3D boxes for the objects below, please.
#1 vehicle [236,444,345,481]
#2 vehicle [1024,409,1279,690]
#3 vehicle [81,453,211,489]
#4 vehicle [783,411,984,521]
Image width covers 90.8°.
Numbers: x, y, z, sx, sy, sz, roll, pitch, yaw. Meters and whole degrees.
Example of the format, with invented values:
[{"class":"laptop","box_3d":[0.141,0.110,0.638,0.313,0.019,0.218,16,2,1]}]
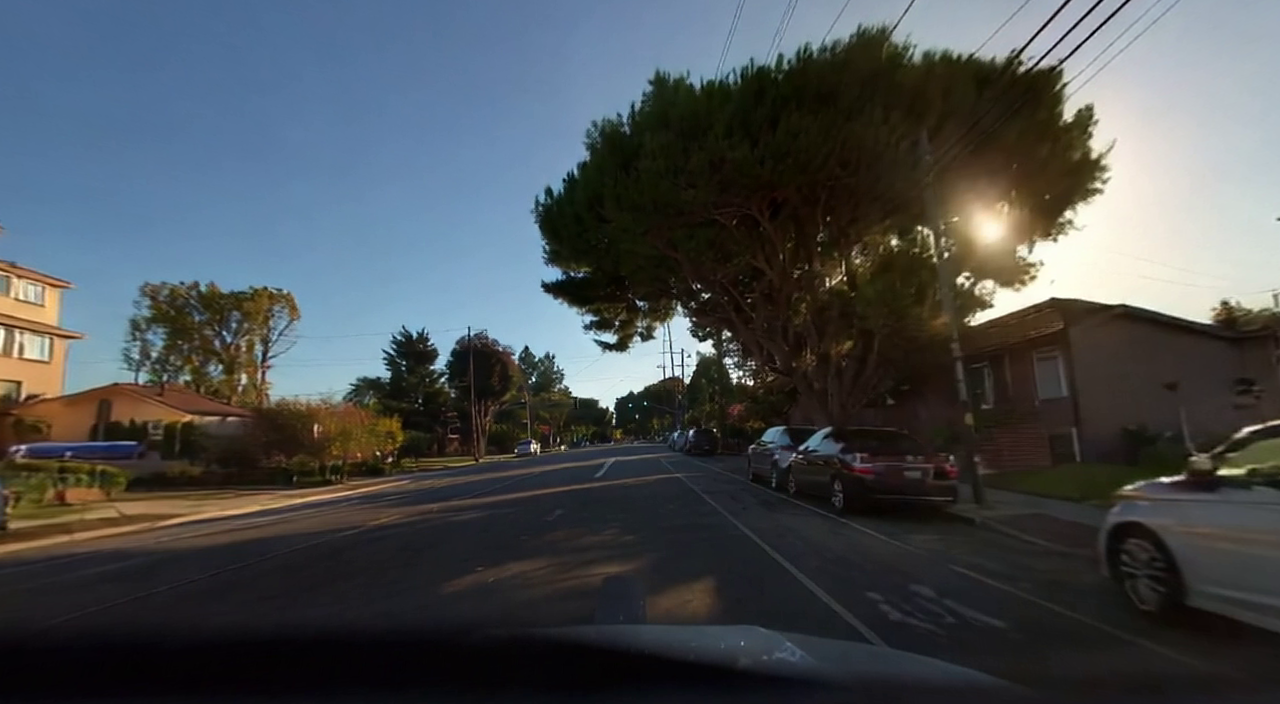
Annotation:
[{"class":"vehicle","box_3d":[-18.888,5.915,34.286,4.676,1.846,1.967,8,-12,-44]},{"class":"vehicle","box_3d":[4.525,1.040,3.160,2.001,1.532,5.029,0,-8,-1]},{"class":"vehicle","box_3d":[-23.369,5.582,30.022,4.621,1.484,1.827,8,-11,-42]},{"class":"vehicle","box_3d":[4.511,2.200,12.725,1.980,1.773,4.853,0,-8,-2]}]
